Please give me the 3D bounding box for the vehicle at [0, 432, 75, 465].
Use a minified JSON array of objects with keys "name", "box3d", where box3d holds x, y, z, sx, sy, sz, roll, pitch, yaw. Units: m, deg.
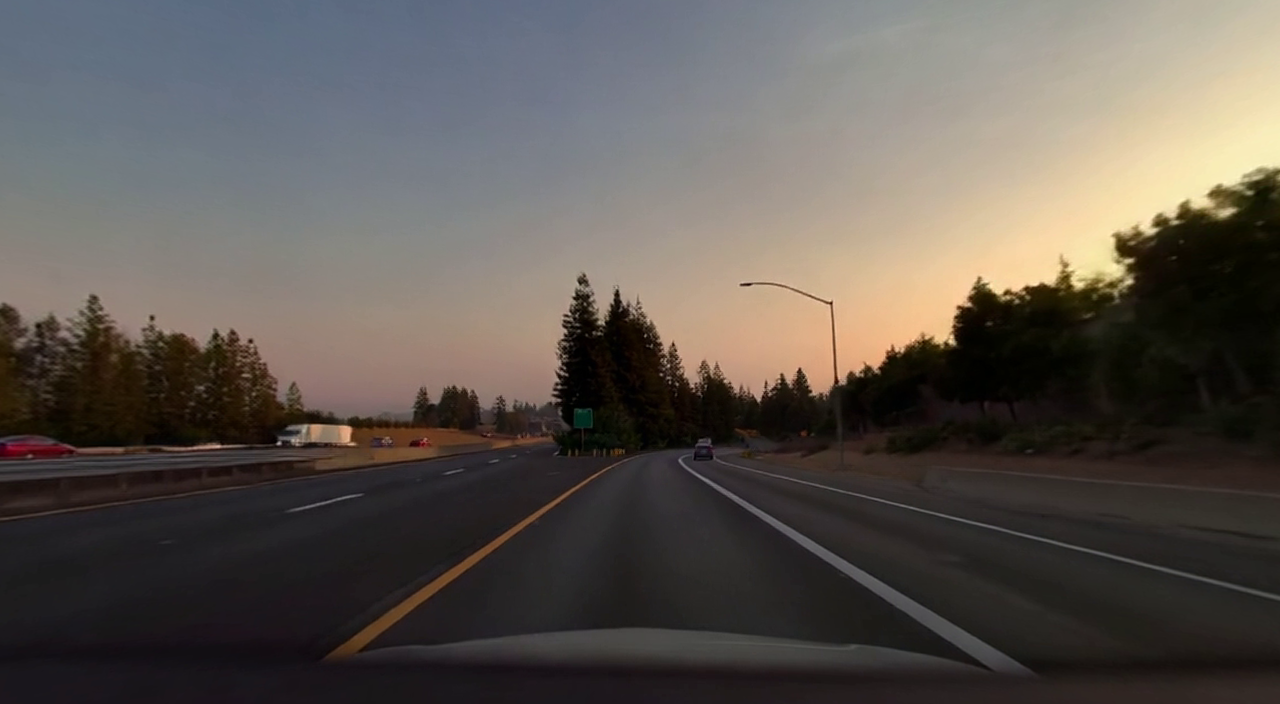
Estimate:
[{"name":"vehicle","box3d":[-36.465,5.644,37.003,2.168,1.824,4.932,1,-8,-3]}]
